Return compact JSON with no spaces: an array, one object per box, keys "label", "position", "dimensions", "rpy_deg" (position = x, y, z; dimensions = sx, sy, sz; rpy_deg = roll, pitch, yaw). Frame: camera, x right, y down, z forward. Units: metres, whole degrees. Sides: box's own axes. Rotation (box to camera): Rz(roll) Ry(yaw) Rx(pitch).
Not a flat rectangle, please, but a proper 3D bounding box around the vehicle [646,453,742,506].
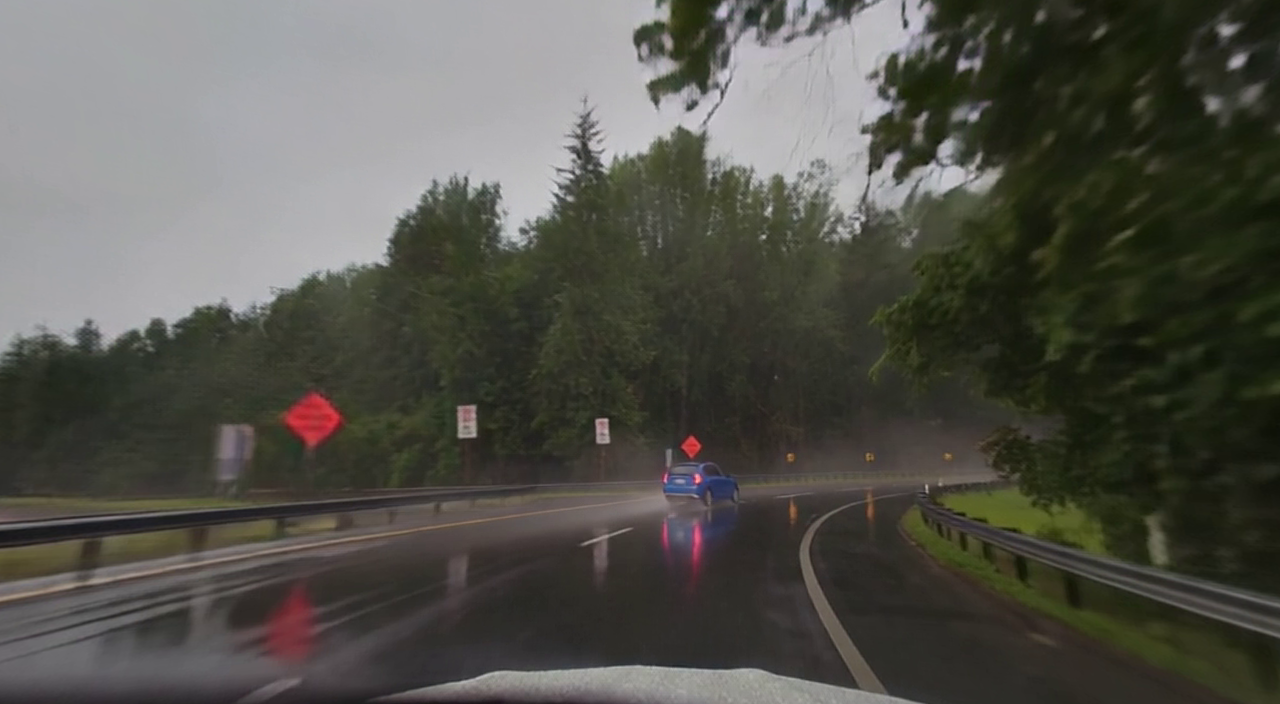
[{"label":"vehicle","position":[2.085,4.602,22.929],"dimensions":[1.997,1.692,4.422],"rpy_deg":[-4,-11,26]}]
